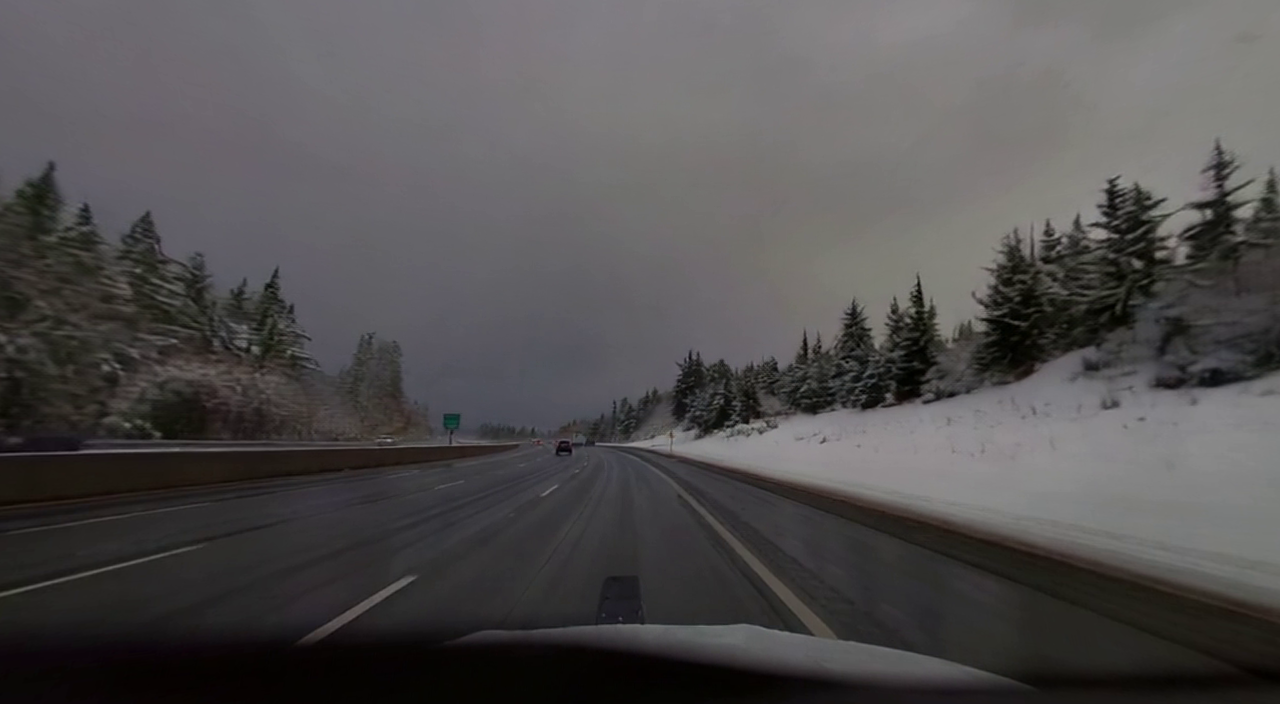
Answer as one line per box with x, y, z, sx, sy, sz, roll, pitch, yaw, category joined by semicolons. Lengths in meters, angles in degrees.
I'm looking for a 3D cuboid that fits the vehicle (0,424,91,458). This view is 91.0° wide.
-32.712;4.813;34.005;1.924;1.680;4.758;1;-8;-2;vehicle
